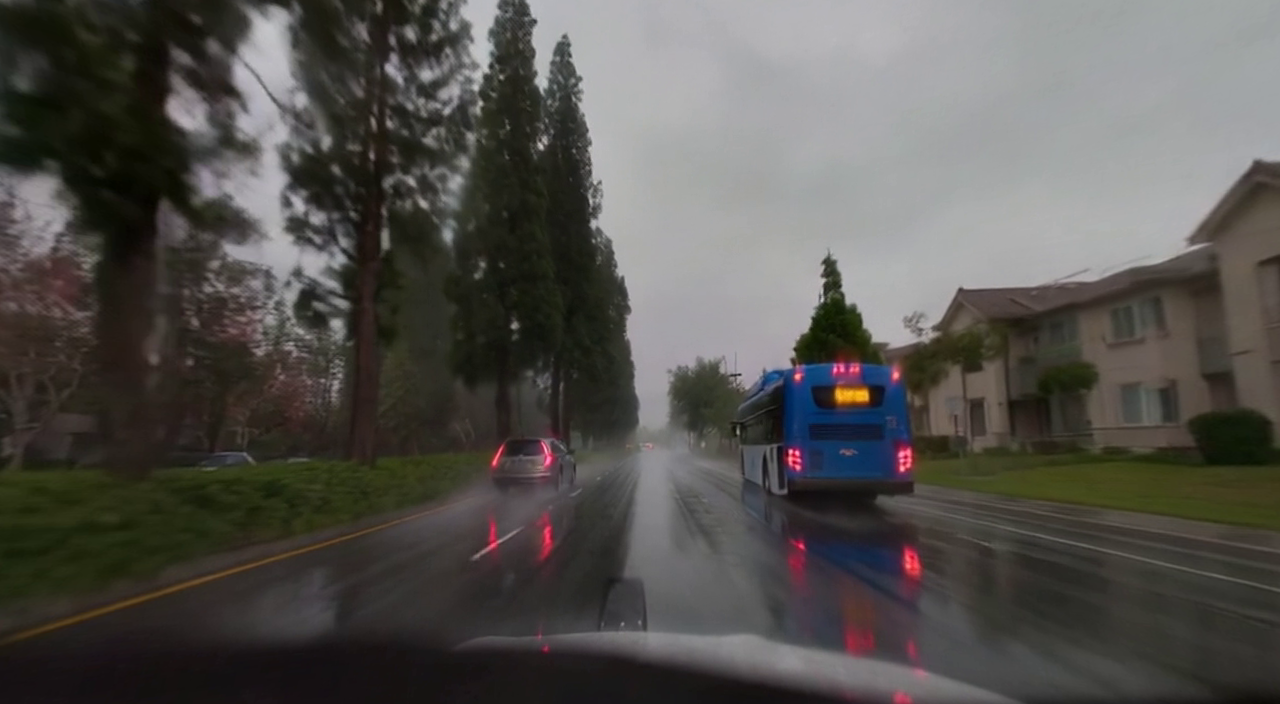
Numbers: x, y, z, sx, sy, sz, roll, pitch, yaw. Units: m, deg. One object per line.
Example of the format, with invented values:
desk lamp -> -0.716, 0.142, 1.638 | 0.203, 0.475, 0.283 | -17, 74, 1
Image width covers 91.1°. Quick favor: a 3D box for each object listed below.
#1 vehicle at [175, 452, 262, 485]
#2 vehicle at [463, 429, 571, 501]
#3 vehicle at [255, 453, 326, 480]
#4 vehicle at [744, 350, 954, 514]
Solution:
vehicle -> -22.119, 6.098, 33.133 | 1.781, 1.553, 3.896 | 0, -8, 2
vehicle -> -3.352, 3.183, 18.105 | 2.111, 1.767, 4.333 | 0, -8, 2
vehicle -> -22.050, 7.229, 39.865 | 1.797, 1.481, 4.750 | 1, -8, 0
vehicle -> 5.262, 2.526, 19.110 | 3.072, 3.278, 12.747 | 0, -8, 5
